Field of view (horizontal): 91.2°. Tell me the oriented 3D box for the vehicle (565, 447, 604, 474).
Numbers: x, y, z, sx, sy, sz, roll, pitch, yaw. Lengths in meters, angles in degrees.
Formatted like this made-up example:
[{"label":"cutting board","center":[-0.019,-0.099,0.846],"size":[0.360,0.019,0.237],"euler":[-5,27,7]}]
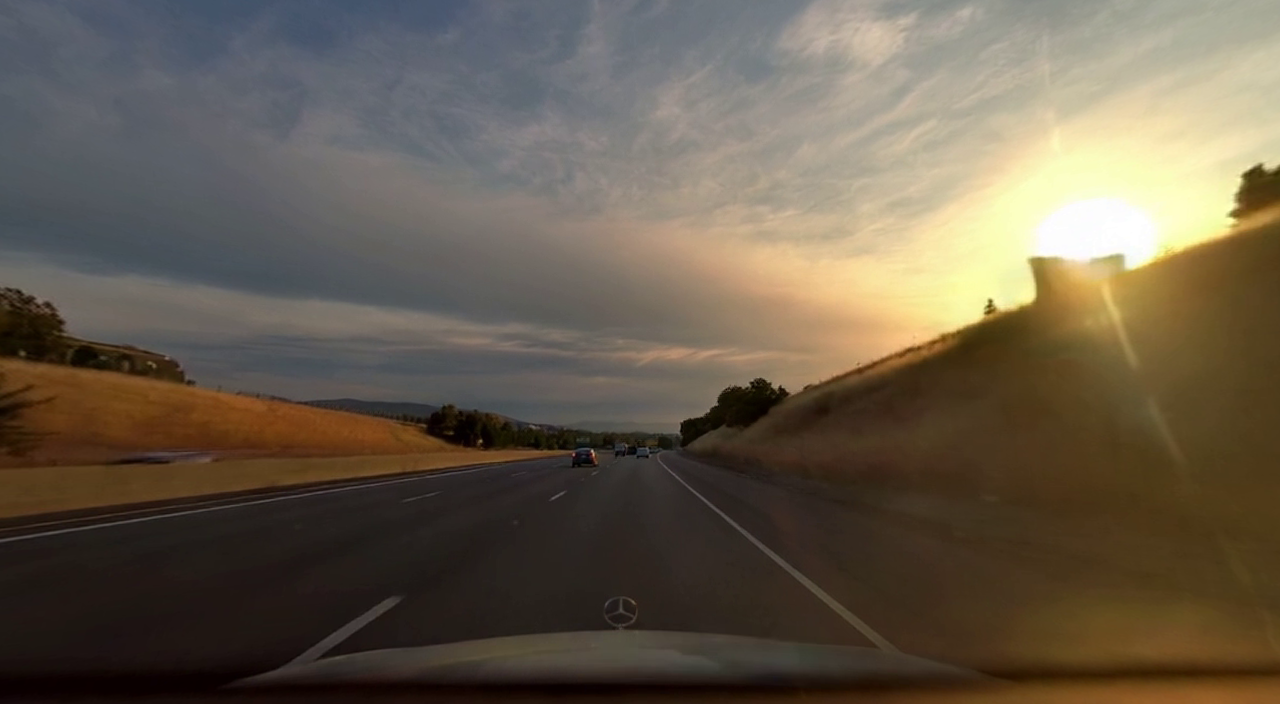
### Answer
[{"label":"vehicle","center":[-3.236,6.365,37.081],"size":[1.895,1.482,3.852],"euler":[0,-9,1]}]
